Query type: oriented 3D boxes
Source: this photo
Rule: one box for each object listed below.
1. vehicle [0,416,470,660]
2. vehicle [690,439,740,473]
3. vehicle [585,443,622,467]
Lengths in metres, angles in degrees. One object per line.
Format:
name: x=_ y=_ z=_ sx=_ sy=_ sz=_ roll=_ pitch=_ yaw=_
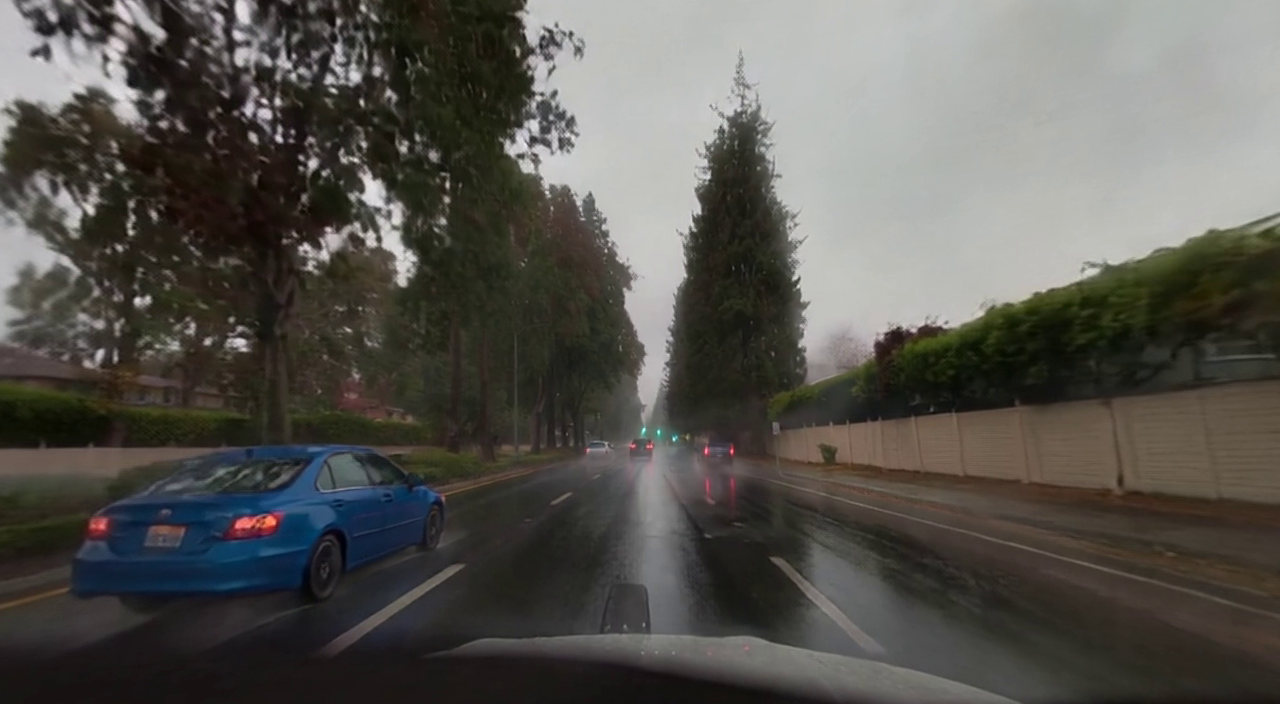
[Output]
vehicle: x=-3.543 y=1.536 z=6.496 sx=2.091 sy=1.503 sz=4.989 roll=0 pitch=-8 yaw=1
vehicle: x=3.969 y=5.579 z=34.023 sx=2.182 sy=1.688 sz=4.187 roll=0 pitch=-8 yaw=0
vehicle: x=-2.327 y=6.732 z=41.287 sx=1.940 sy=1.473 sz=4.133 roll=-1 pitch=-8 yaw=3
